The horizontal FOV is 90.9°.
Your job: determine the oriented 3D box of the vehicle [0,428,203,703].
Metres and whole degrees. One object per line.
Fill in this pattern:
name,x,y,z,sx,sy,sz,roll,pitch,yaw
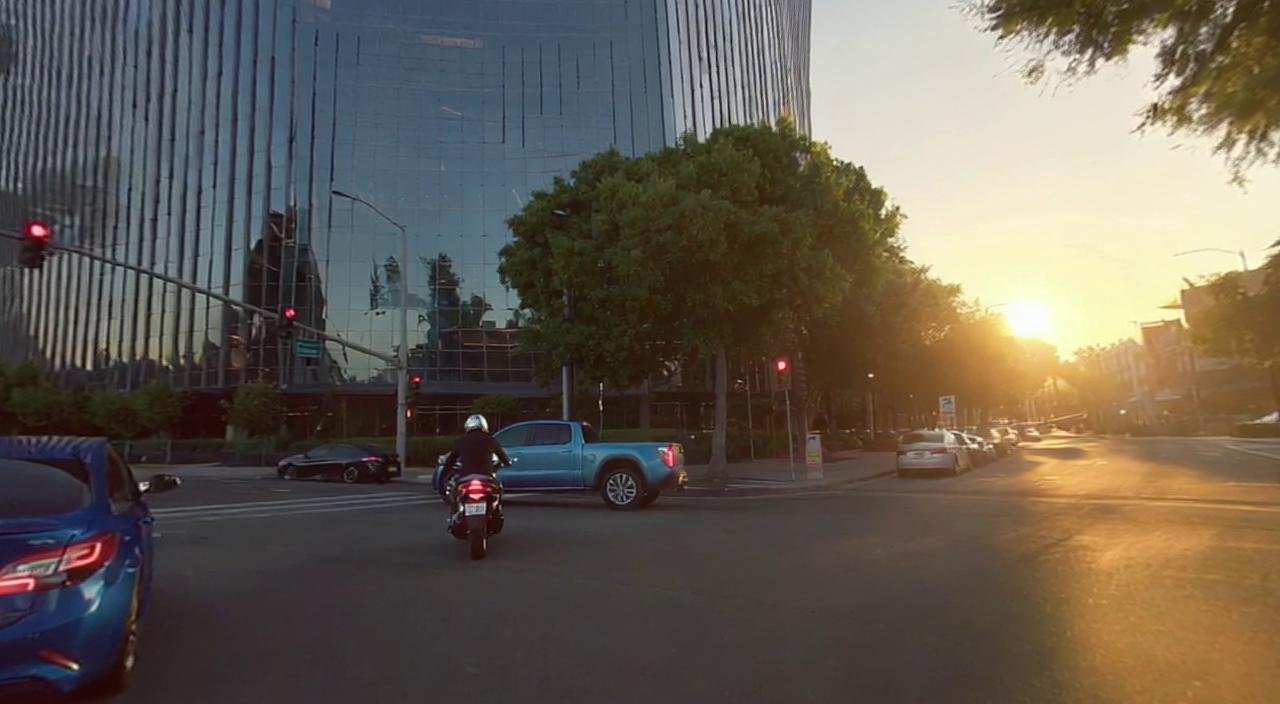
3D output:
vehicle,-4.504,1.314,4.432,2.009,1.450,4.182,6,-10,-37

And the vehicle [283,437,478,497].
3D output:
vehicle,-6.841,3.063,16.925,4.401,1.480,1.864,-1,-8,4

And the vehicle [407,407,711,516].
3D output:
vehicle,-1.683,2.238,13.346,5.833,1.960,2.341,2,-9,-15

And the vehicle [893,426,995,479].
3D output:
vehicle,10.919,3.531,22.486,2.084,1.656,4.583,-7,-11,40
